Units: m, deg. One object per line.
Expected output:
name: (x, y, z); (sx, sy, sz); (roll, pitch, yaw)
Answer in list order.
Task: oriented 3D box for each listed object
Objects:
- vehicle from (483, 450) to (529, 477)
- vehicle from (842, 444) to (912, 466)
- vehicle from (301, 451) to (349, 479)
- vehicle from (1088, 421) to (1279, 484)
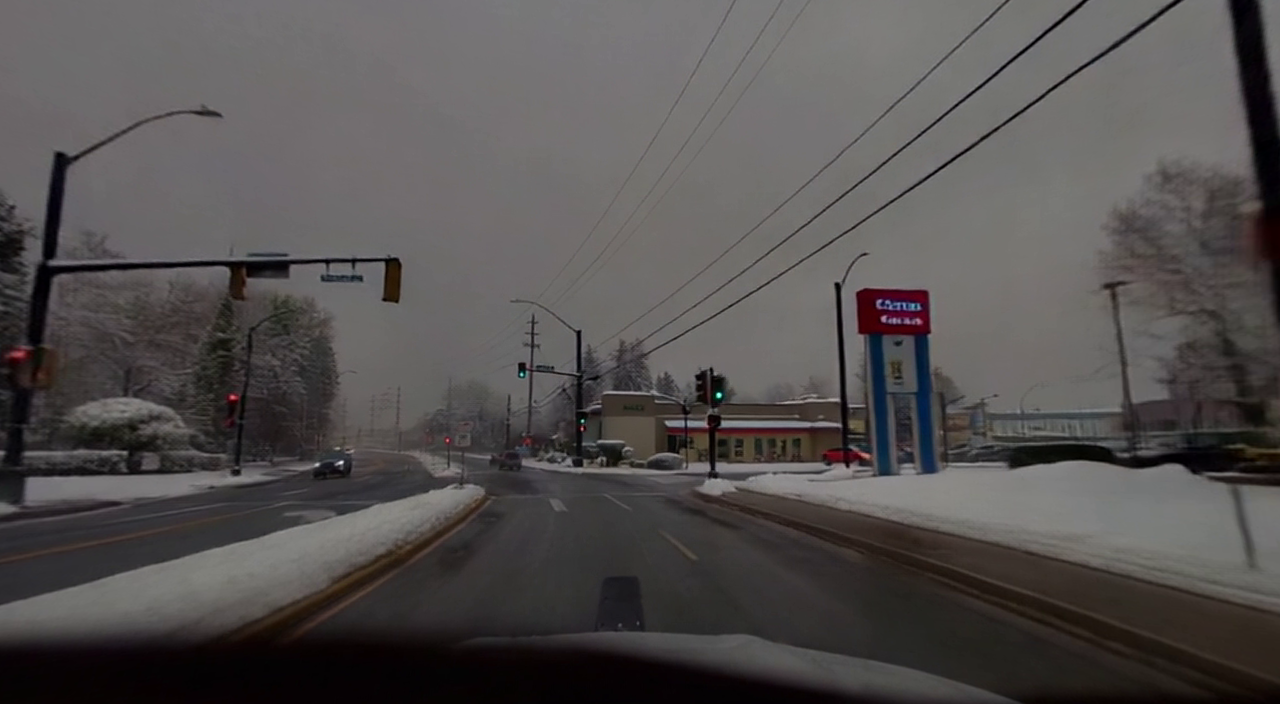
vehicle: (-8.169, 6.738, 38.398); (2.094, 1.500, 3.682); (3, -9, -21)
vehicle: (18.157, 7.947, 48.600); (4.544, 1.630, 2.055); (-1, -9, 6)
vehicle: (-18.365, 6.578, 37.001); (2.207, 1.503, 4.561); (4, -9, -23)
vehicle: (15.605, 2.835, 17.924); (4.141, 1.648, 2.036); (-1, -9, 4)
